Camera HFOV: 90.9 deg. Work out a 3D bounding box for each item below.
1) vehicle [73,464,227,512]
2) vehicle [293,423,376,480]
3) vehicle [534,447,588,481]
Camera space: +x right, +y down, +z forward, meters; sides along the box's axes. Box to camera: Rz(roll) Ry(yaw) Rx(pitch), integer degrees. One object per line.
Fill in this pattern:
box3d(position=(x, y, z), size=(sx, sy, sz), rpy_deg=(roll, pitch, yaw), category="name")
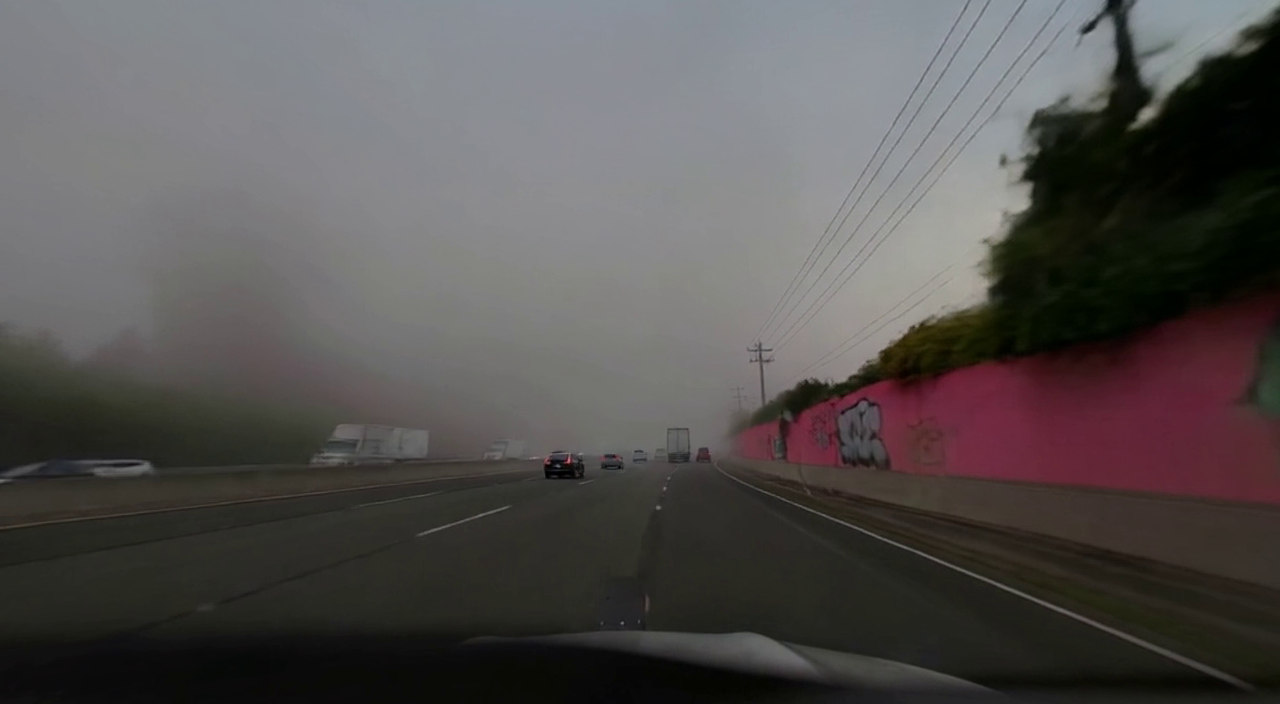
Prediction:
box3d(position=(-16.583, 4.593, 21.590), size=(2.350, 1.381, 3.448), rpy_deg=(-1, -9, 4), category="vehicle")
box3d(position=(-23.118, 7.587, 48.101), size=(2.936, 3.968, 5.865), rpy_deg=(-1, -9, 5), category="vehicle")
box3d(position=(-3.840, 5.516, 31.218), size=(1.966, 1.565, 3.766), rpy_deg=(-1, -9, 4), category="vehicle")
